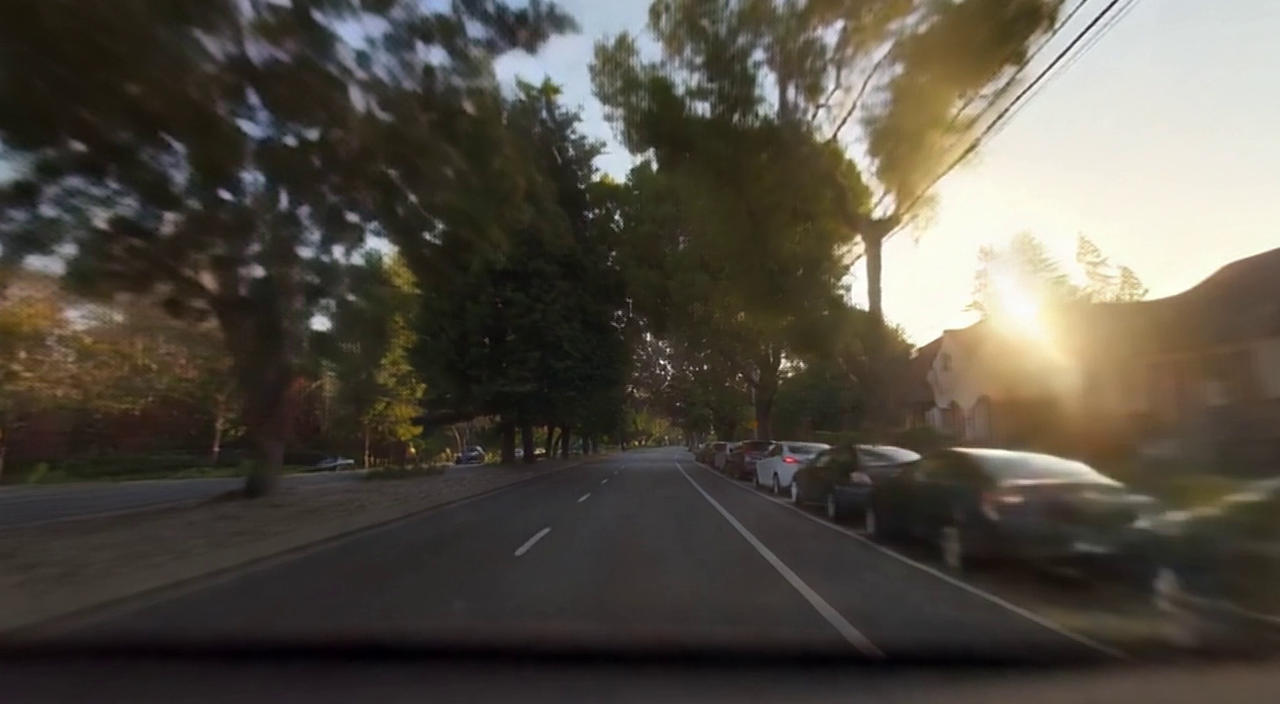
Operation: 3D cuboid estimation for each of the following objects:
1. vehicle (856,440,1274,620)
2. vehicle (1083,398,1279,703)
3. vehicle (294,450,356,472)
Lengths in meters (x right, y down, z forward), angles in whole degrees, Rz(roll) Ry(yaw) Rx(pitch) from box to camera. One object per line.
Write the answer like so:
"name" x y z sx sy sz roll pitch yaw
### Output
"vehicle" 4.060 1.714 7.132 1.779 1.384 4.283 0 -9 1
"vehicle" 4.043 0.860 2.218 1.825 1.525 4.417 0 -9 1
"vehicle" -22.428 7.768 45.211 1.931 1.500 4.688 -1 -9 2
